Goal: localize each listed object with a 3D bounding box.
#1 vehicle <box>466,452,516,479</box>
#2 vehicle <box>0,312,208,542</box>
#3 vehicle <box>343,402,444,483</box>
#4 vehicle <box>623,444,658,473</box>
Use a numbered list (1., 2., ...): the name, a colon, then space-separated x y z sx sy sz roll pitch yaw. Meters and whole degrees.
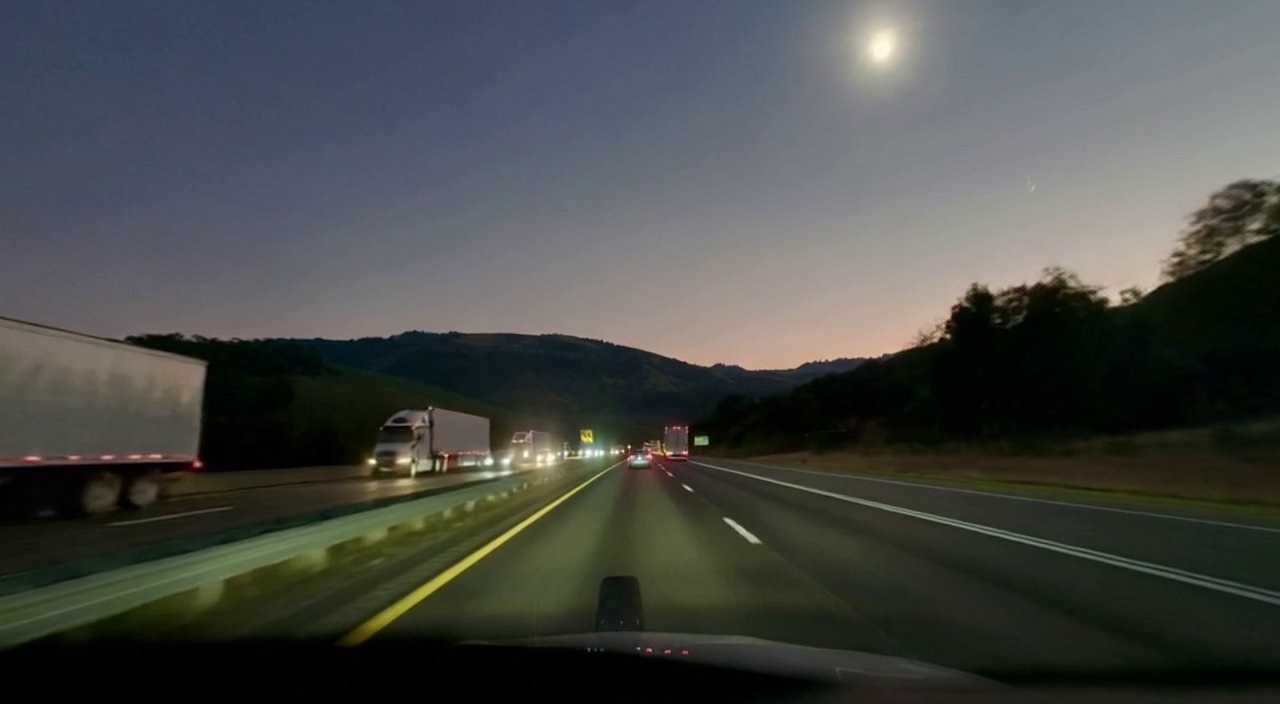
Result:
1. vehicle: -8.857 6.735 37.761 1.912 1.462 4.317 0 -9 0
2. vehicle: -12.776 1.056 9.427 2.849 4.050 14.158 0 -9 -1
3. vehicle: -12.938 4.868 33.771 2.949 3.947 5.850 0 -9 0
4. vehicle: 0.022 6.800 40.469 2.137 1.689 4.051 0 -9 -1
